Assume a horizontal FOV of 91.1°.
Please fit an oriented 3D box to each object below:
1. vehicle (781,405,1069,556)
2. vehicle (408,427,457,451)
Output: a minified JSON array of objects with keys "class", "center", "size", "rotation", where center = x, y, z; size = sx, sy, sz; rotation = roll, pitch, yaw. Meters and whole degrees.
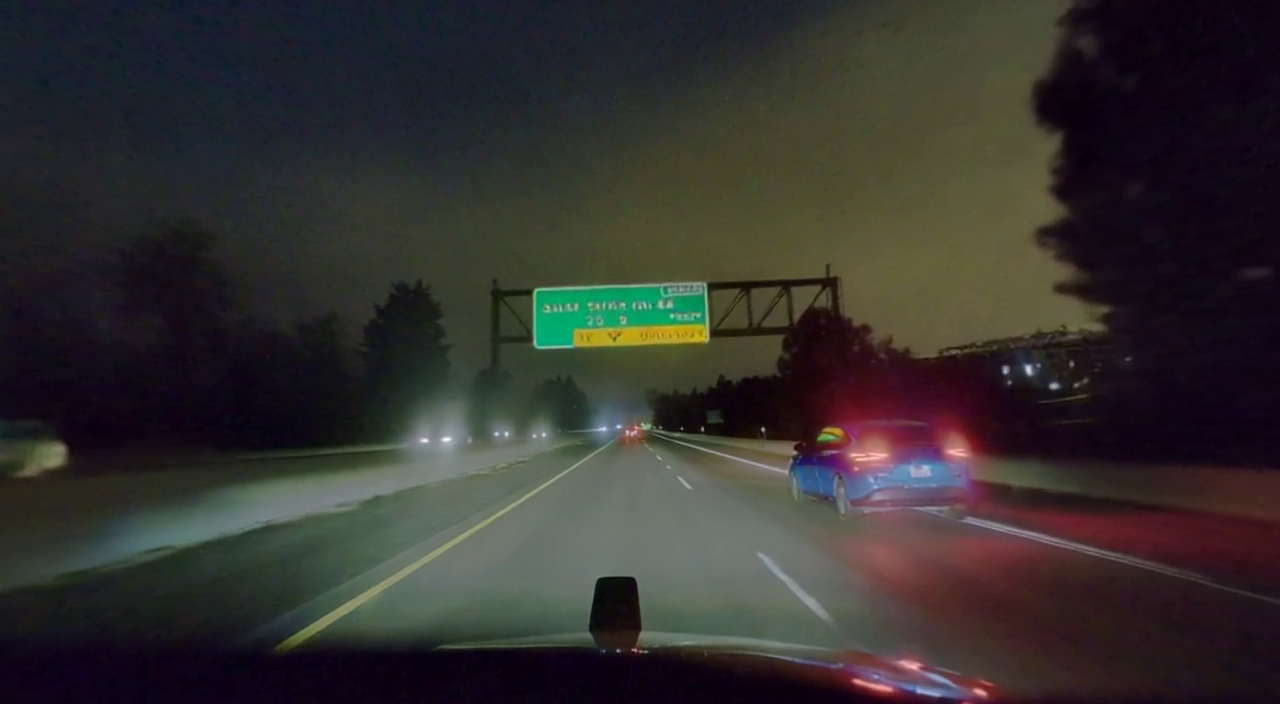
[{"class":"vehicle","center":[3.438,1.610,8.605],"size":[1.973,1.563,3.959],"rotation":[0,-8,-2]},{"class":"vehicle","center":[-13.727,5.795,41.850],"size":[1.890,1.543,4.201],"rotation":[0,-8,-1]}]
